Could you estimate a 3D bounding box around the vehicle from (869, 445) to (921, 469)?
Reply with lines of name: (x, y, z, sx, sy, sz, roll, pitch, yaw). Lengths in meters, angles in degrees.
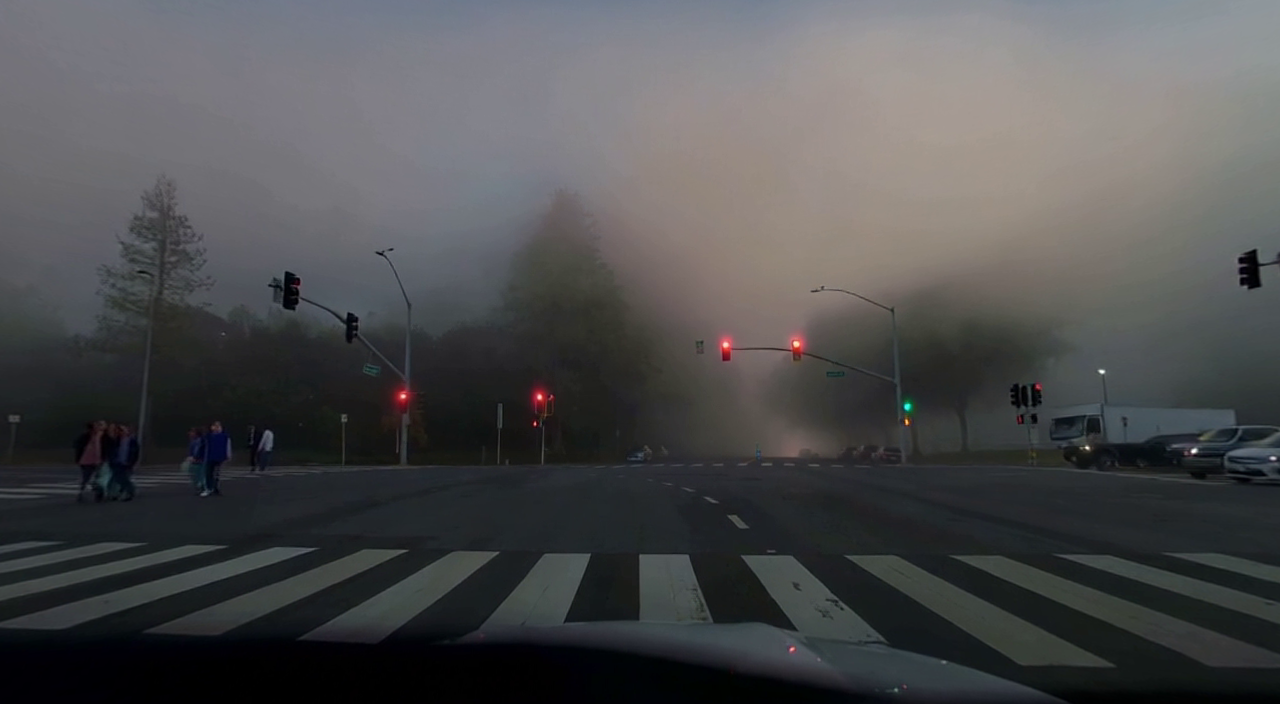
vehicle: (17.503, 7.183, 43.532, 1.789, 1.557, 4.293, 0, -9, 1)

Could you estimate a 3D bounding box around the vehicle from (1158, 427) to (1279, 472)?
vehicle: (21.114, 3.361, 21.736, 4.740, 1.464, 1.876, -1, -9, 3)

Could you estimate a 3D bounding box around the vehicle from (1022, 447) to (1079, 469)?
vehicle: (27.695, 7.137, 42.749, 1.589, 1.405, 3.633, -1, -9, 5)

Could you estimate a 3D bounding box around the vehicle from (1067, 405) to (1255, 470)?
vehicle: (22.939, 3.818, 28.103, 5.855, 2.746, 2.523, -1, -9, 3)
